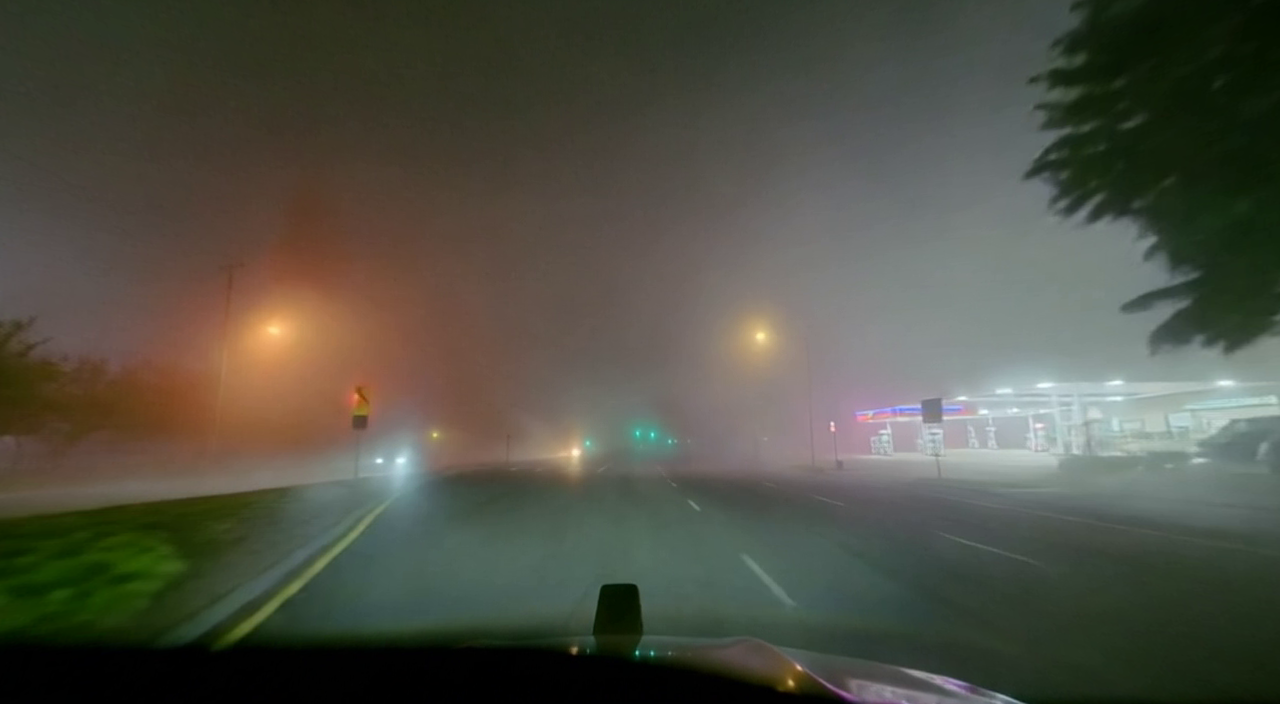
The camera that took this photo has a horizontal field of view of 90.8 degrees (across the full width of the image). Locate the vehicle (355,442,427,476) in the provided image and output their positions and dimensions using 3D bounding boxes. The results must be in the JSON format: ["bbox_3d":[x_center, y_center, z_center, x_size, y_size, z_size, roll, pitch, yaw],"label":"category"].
[{"bbox_3d":[-11.902,5.126,30.506,1.725,1.507,4.251,0,-8,1],"label":"vehicle"}]
